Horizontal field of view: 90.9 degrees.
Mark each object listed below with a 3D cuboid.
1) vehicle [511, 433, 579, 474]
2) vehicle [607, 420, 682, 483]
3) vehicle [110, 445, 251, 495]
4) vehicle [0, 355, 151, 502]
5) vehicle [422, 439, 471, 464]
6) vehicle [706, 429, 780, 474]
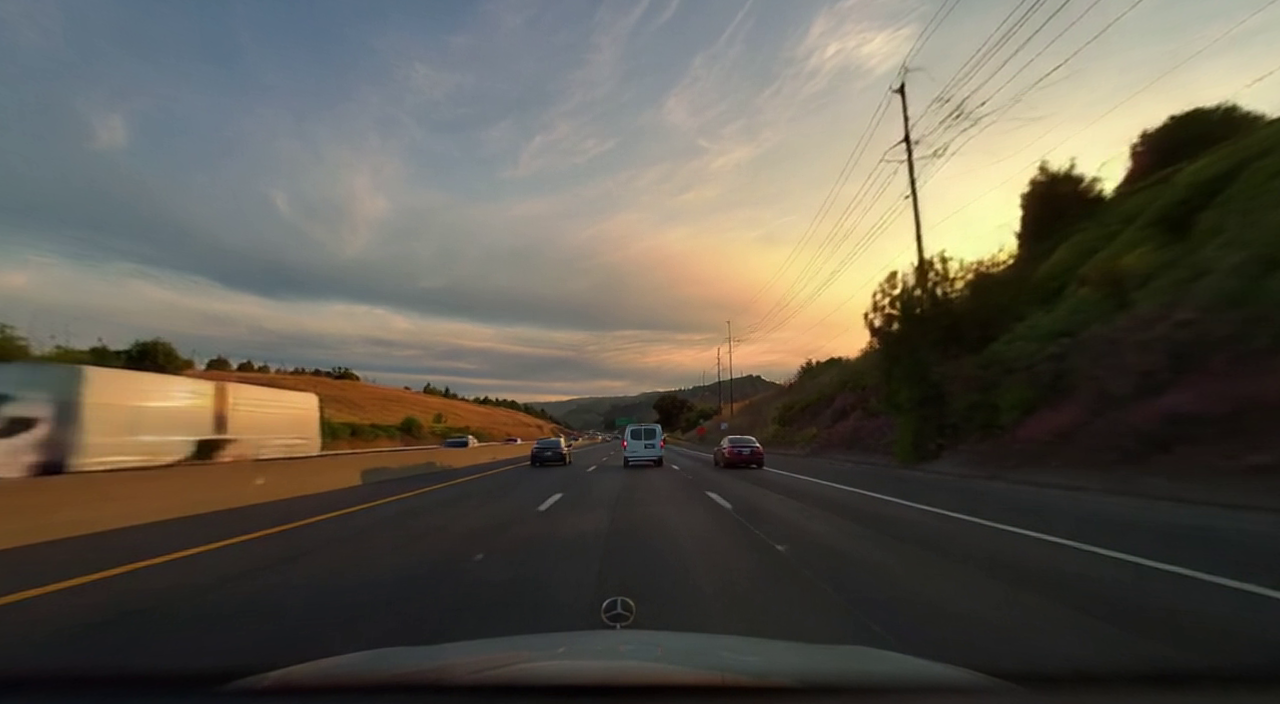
[{"bbox_3d":[-3.756,4.071,25.713,2.093,1.517,4.648,0,-8,0],"label":"vehicle"},{"bbox_3d":[0.087,3.156,20.325,2.159,1.811,4.238,0,-8,-1],"label":"vehicle"},{"bbox_3d":[-14.669,3.734,20.414,1.764,1.401,3.784,0,-8,-1],"label":"vehicle"},{"bbox_3d":[-19.116,2.396,19.443,3.109,3.990,5.971,0,-8,-1],"label":"vehicle"},{"bbox_3d":[-12.131,6.250,39.762,1.804,1.434,4.358,0,-8,-1],"label":"vehicle"},{"bbox_3d":[3.867,3.814,24.453,1.923,1.562,4.691,0,-8,-2],"label":"vehicle"}]
